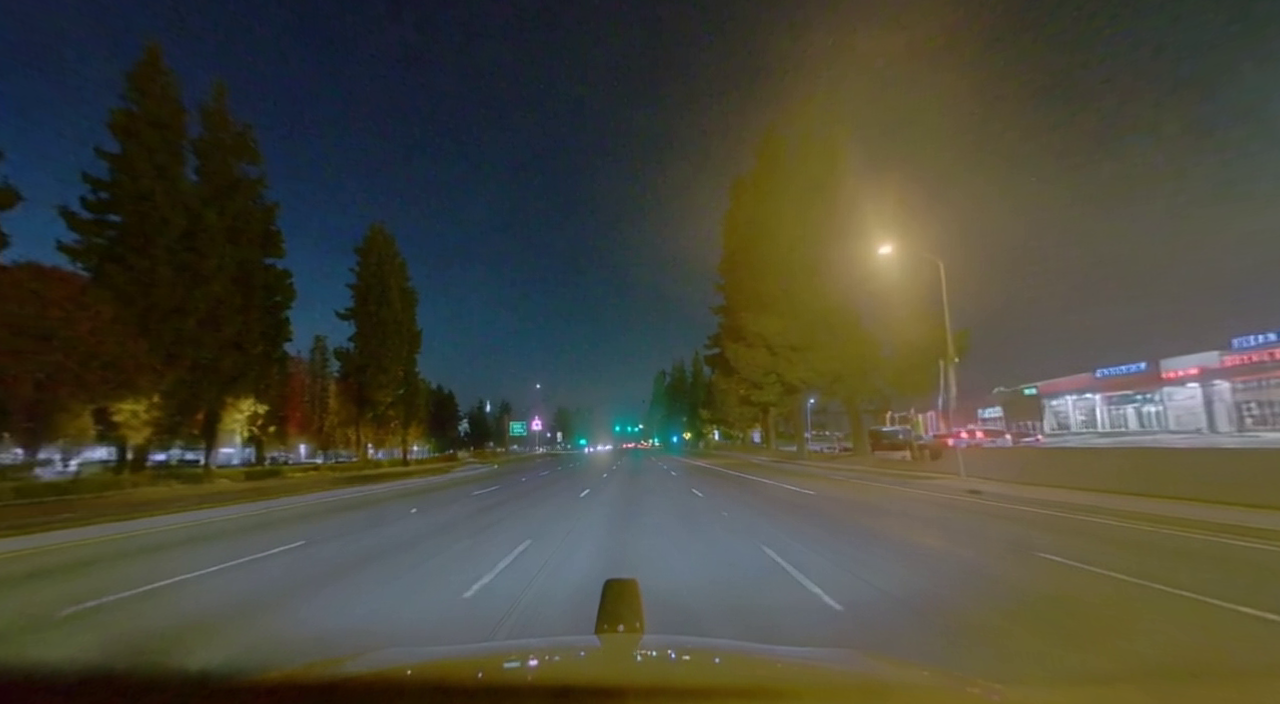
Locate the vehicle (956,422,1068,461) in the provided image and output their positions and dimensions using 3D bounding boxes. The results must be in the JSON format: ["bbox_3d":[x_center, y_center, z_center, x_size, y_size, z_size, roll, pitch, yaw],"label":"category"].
[{"bbox_3d":[23.300,5.613,39.720,5.460,1.980,2.188,-5,-8,1],"label":"vehicle"}]
